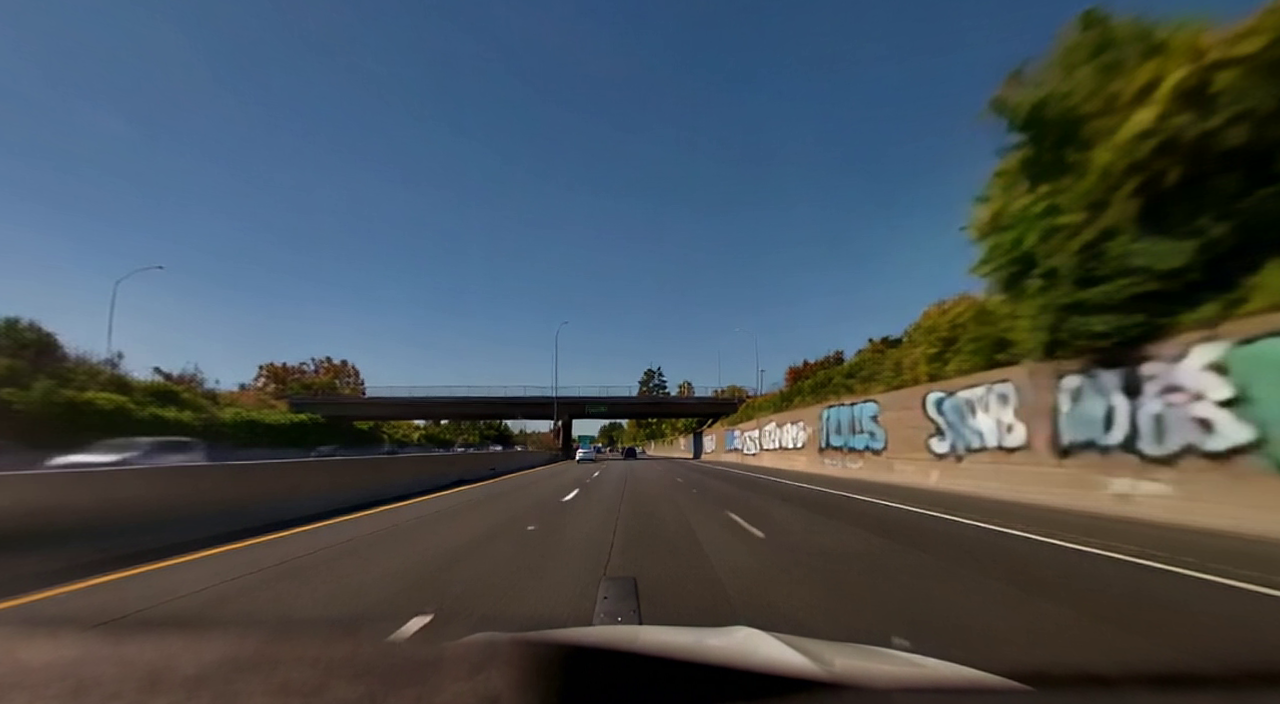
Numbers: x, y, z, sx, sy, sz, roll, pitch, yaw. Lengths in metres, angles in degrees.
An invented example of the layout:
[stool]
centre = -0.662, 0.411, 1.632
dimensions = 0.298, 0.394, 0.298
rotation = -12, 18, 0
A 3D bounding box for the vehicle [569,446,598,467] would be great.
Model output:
[vehicle]
centre = -4.068, 7.608, 45.736
dimensions = 1.871, 1.459, 3.771
rotation = 0, -9, -1
